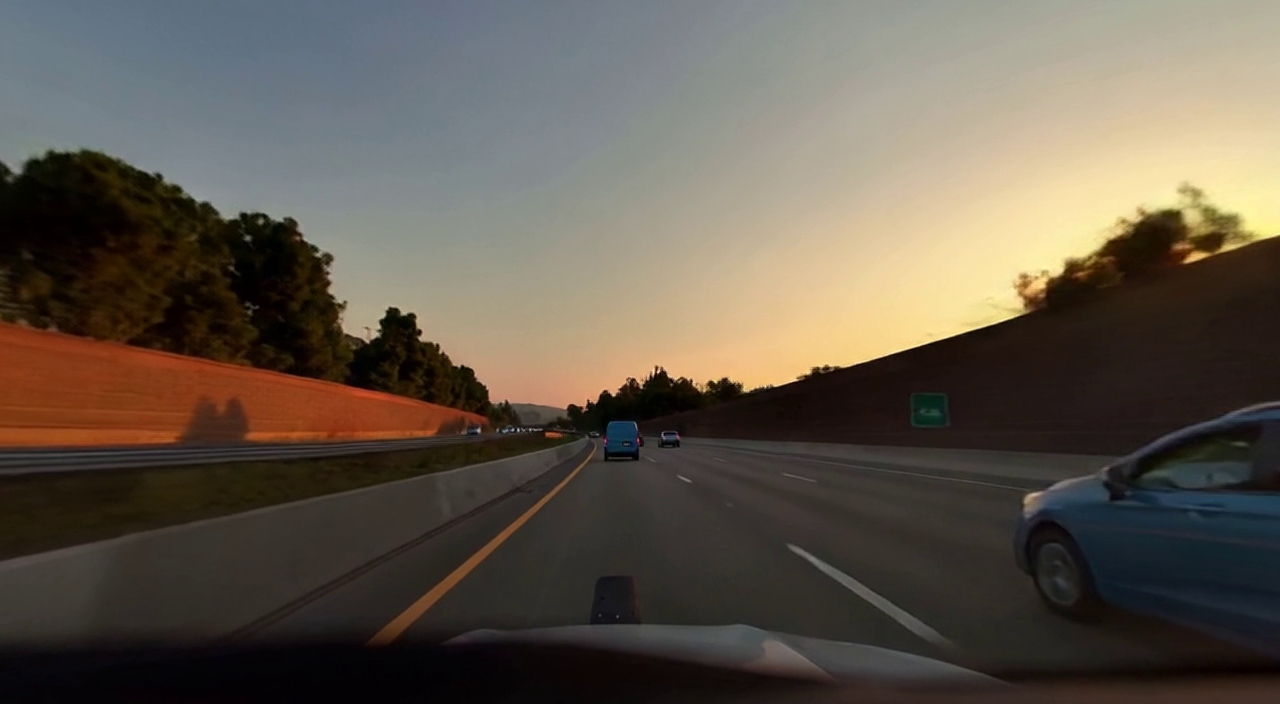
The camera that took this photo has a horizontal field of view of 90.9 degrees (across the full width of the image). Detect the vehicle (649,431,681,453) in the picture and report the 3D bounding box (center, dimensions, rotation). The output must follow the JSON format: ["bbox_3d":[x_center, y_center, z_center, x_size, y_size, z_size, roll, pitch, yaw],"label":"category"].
[{"bbox_3d":[1.879,6.922,48.407,1.996,1.589,3.715,0,-8,-4],"label":"vehicle"}]

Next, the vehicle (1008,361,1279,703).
[{"bbox_3d":[3.566,0.796,2.180,2.078,1.600,4.012,0,-8,-1],"label":"vehicle"}]

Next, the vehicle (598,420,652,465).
[{"bbox_3d":[-0.793,4.421,30.799,2.403,1.994,4.683,0,-8,-3],"label":"vehicle"}]
